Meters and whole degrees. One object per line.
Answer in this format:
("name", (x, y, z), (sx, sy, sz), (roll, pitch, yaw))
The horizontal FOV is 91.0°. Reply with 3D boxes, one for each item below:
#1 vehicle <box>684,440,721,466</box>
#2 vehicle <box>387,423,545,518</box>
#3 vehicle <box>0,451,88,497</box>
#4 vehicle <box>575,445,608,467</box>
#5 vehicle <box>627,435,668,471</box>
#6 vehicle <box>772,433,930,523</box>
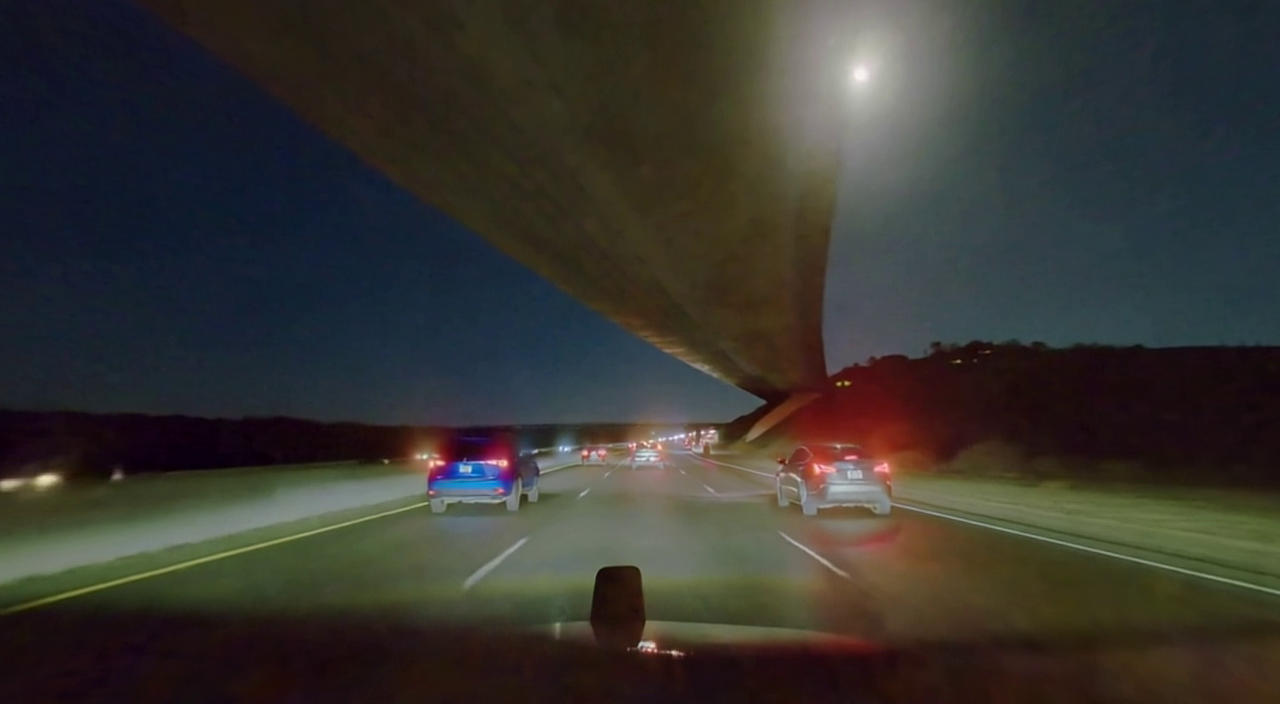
("vehicle", (4.606, 7.502, 46.905), (2.231, 1.807, 4.588), (0, -9, 0))
("vehicle", (-3.582, 2.550, 14.014), (2.089, 1.751, 4.515), (0, -9, 2))
("vehicle", (-23.401, 4.439, 23.057), (1.918, 1.555, 4.687), (0, -9, 3))
("vehicle", (-3.462, 7.497, 45.632), (1.994, 1.475, 4.171), (0, -9, 1))
("vehicle", (0.410, 5.755, 35.947), (2.155, 1.909, 4.529), (0, -9, 0))
("vehicle", (4.097, 2.504, 12.984), (1.959, 1.554, 3.795), (0, -9, 1))
